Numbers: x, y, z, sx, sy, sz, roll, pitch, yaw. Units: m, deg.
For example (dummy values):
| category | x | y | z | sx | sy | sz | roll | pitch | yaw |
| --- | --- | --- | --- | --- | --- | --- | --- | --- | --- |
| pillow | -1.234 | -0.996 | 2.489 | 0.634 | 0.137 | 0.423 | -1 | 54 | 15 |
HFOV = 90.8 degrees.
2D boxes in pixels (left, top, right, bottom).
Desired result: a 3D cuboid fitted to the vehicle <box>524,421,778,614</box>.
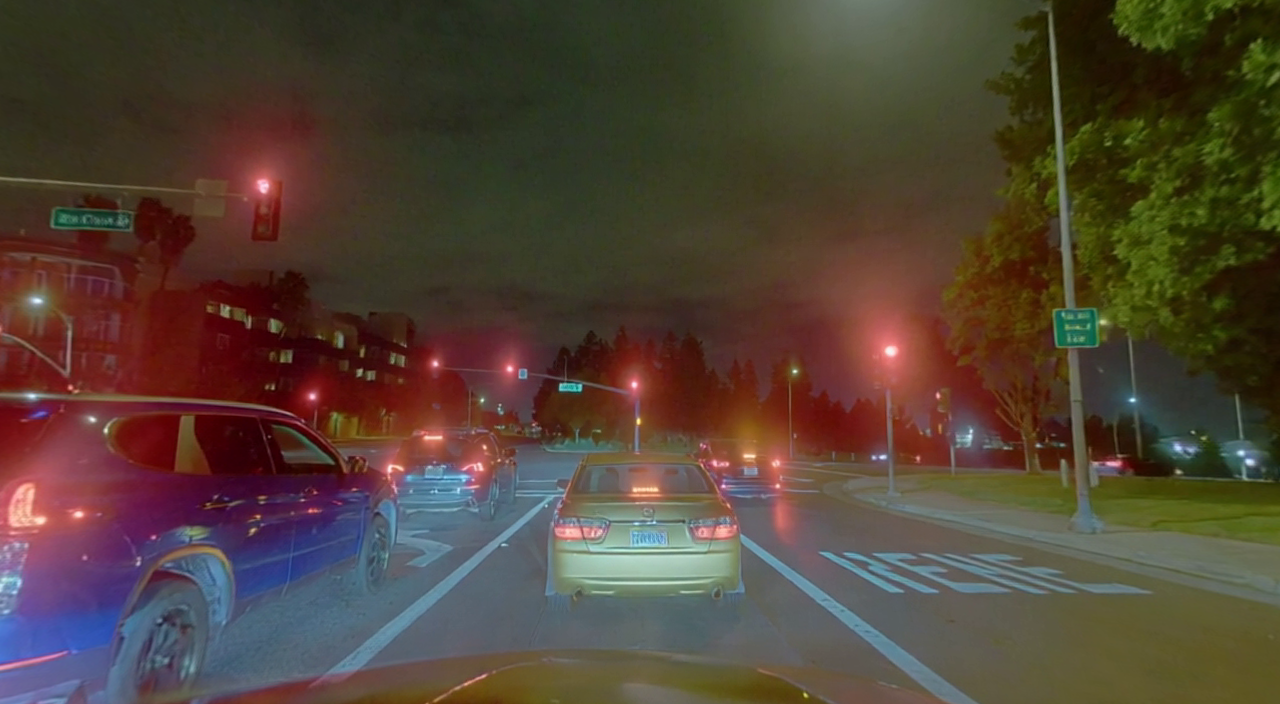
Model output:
| category | x | y | z | sx | sy | sz | roll | pitch | yaw |
| --- | --- | --- | --- | --- | --- | --- | --- | --- | --- |
| vehicle | -0.061 | 1.626 | 7.261 | 2.001 | 1.483 | 4.442 | 0 | -8 | -4 |

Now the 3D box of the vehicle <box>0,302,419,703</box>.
| category | x | y | z | sx | sy | sz | roll | pitch | yaw |
| --- | --- | --- | --- | --- | --- | --- | --- | --- | --- |
| vehicle | -3.142 | 1.012 | 4.138 | 1.924 | 1.737 | 4.387 | 0 | -8 | -2 |

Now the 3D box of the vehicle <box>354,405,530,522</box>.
| category | x | y | z | sx | sy | sz | roll | pitch | yaw |
| --- | --- | --- | --- | --- | --- | --- | --- | --- | --- |
| vehicle | -3.872 | 2.315 | 13.694 | 2.305 | 1.984 | 5.586 | 0 | -8 | -3 |

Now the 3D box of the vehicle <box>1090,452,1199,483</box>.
| category | x | y | z | sx | sy | sz | roll | pitch | yaw |
| --- | --- | --- | --- | --- | --- | --- | --- | --- | --- |
| vehicle | 31.745 | 7.271 | 39.901 | 4.874 | 1.854 | 2.230 | 0 | -8 | 2 |
